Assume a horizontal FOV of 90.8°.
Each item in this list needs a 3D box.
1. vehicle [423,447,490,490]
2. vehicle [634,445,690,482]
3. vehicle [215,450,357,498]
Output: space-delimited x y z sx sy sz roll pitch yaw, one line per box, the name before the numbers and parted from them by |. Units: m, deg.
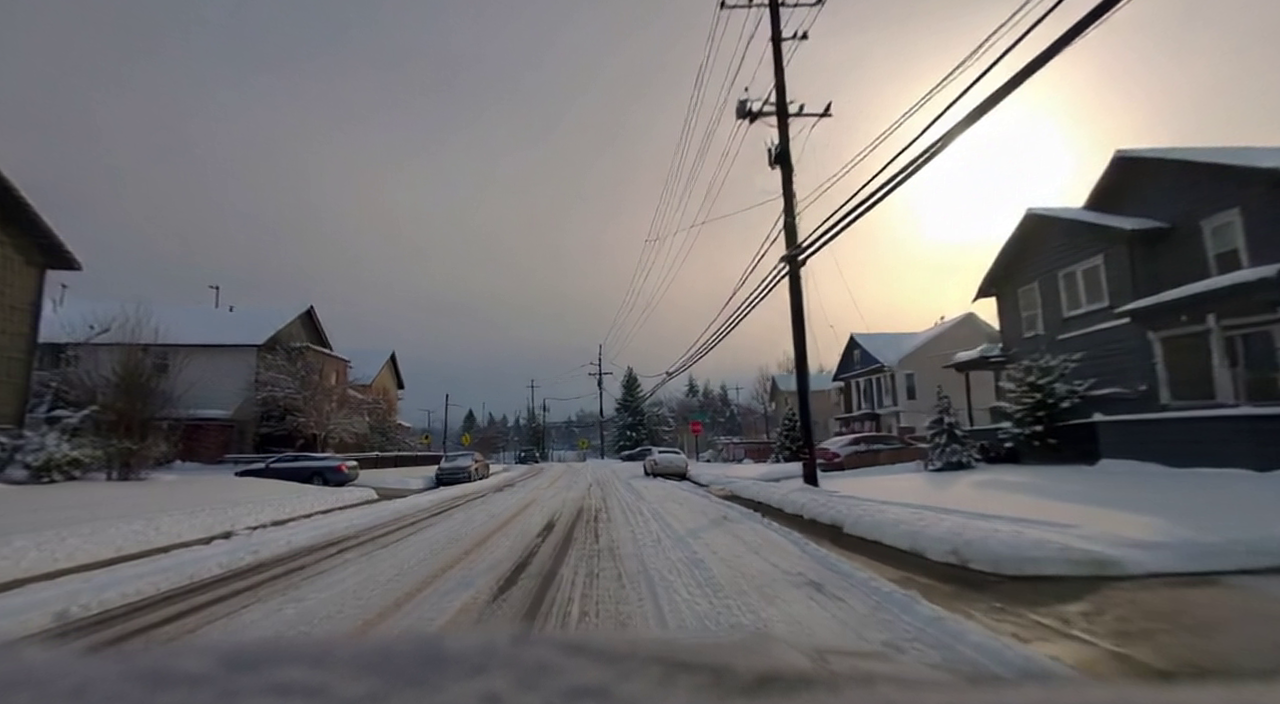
vehicle | -8.930 5.641 31.145 2.156 1.728 4.619 -2 -7 -3
vehicle | 0.924 5.055 29.043 2.080 1.531 4.415 0 -8 -4
vehicle | -13.552 4.659 24.392 4.266 1.674 1.933 0 -8 -4
